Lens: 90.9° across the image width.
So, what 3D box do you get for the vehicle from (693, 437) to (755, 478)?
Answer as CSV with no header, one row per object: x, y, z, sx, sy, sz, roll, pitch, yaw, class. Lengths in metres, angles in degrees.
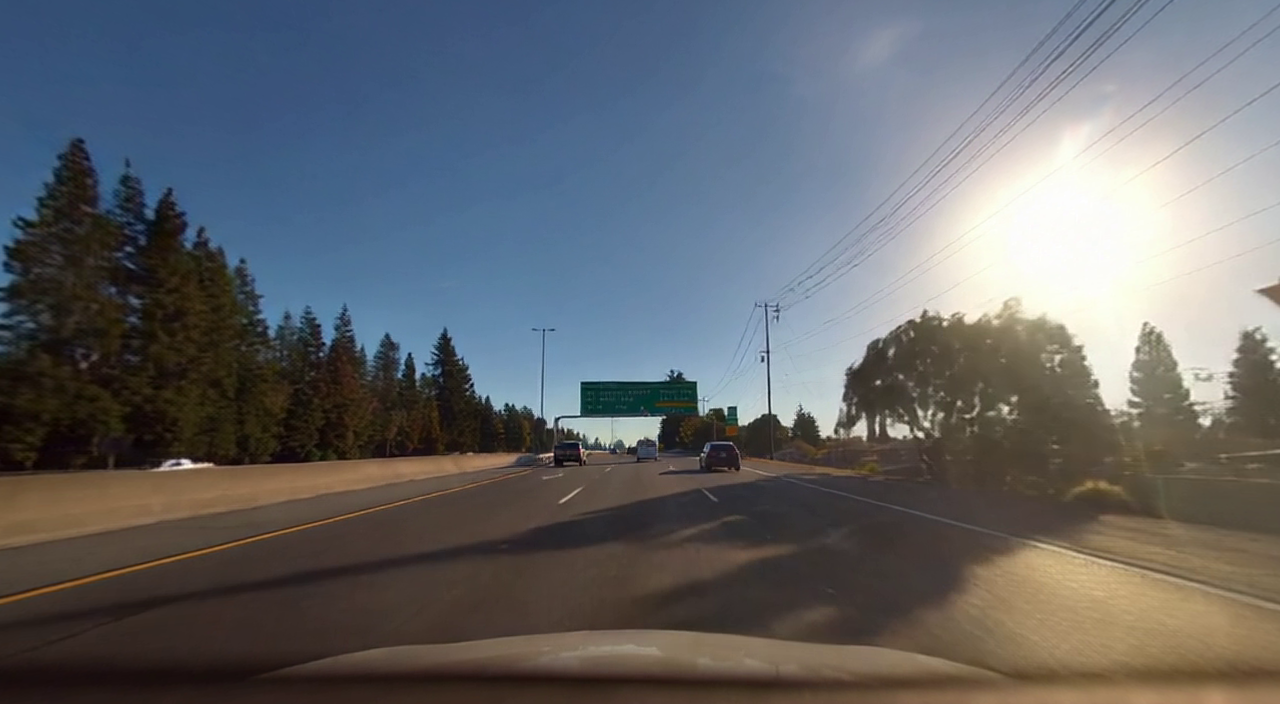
3.414,4.344,26.247,1.996,1.579,3.841,0,-8,-1,vehicle

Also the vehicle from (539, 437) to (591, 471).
-4.078,5.669,35.197,2.217,1.773,4.553,0,-8,1,vehicle

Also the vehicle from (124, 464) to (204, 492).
-35.960,9.483,47.850,2.088,1.840,4.956,0,-8,1,vehicle

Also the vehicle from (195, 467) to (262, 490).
-31.532,9.660,48.456,1.850,1.517,4.820,0,-8,0,vehicle

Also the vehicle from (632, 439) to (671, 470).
0.593,5.625,34.834,2.049,1.620,4.153,0,-8,0,vehicle
